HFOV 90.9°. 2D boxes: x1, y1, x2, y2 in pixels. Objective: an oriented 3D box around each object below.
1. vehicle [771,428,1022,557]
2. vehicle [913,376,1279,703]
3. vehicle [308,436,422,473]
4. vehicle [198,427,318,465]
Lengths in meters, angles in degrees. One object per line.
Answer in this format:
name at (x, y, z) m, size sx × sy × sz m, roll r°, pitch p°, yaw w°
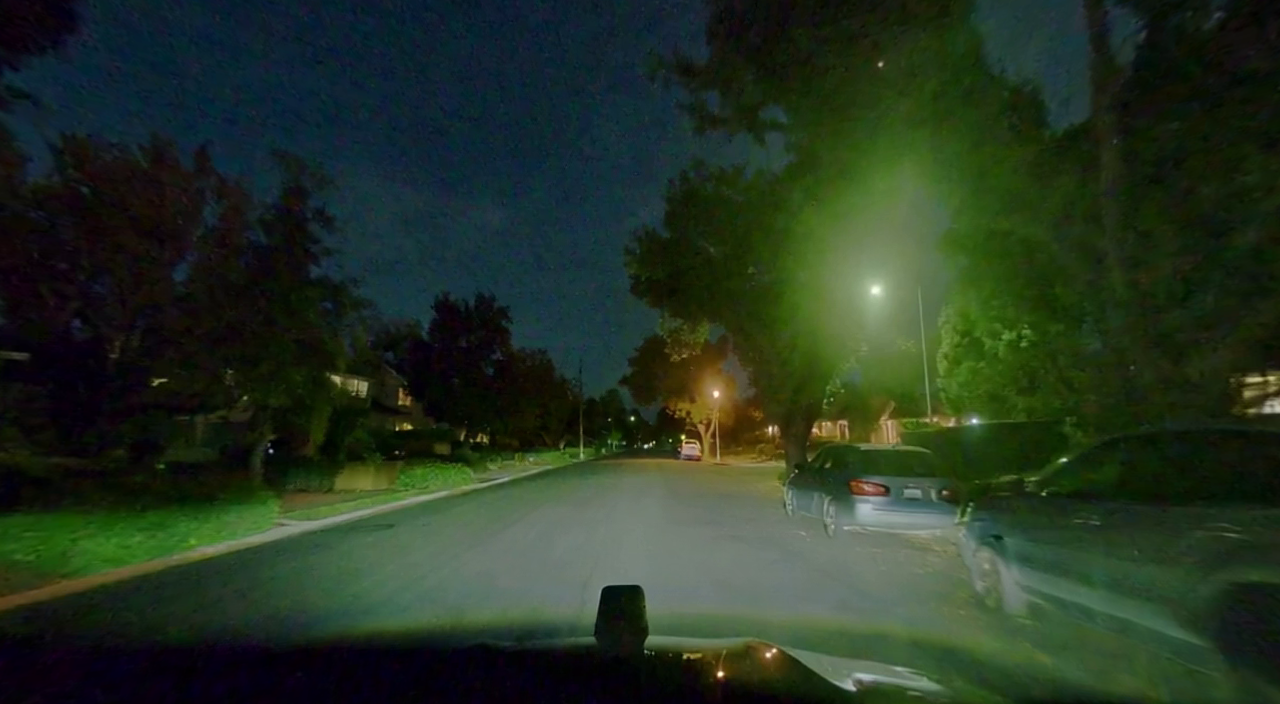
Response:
vehicle at (3.682, 2.091, 10.260) m, size 1.928 × 1.567 × 4.900 m, roll 0°, pitch -8°, yaw -1°
vehicle at (3.546, 1.079, 3.631) m, size 1.969 × 1.625 × 4.318 m, roll 0°, pitch -8°, yaw 0°
vehicle at (-13.232, 4.935, 30.529) m, size 4.543 × 1.691 × 1.957 m, roll 0°, pitch -8°, yaw 0°
vehicle at (-18.464, 4.551, 30.585) m, size 4.530 × 1.678 × 1.994 m, roll -1°, pitch -8°, yaw 1°
